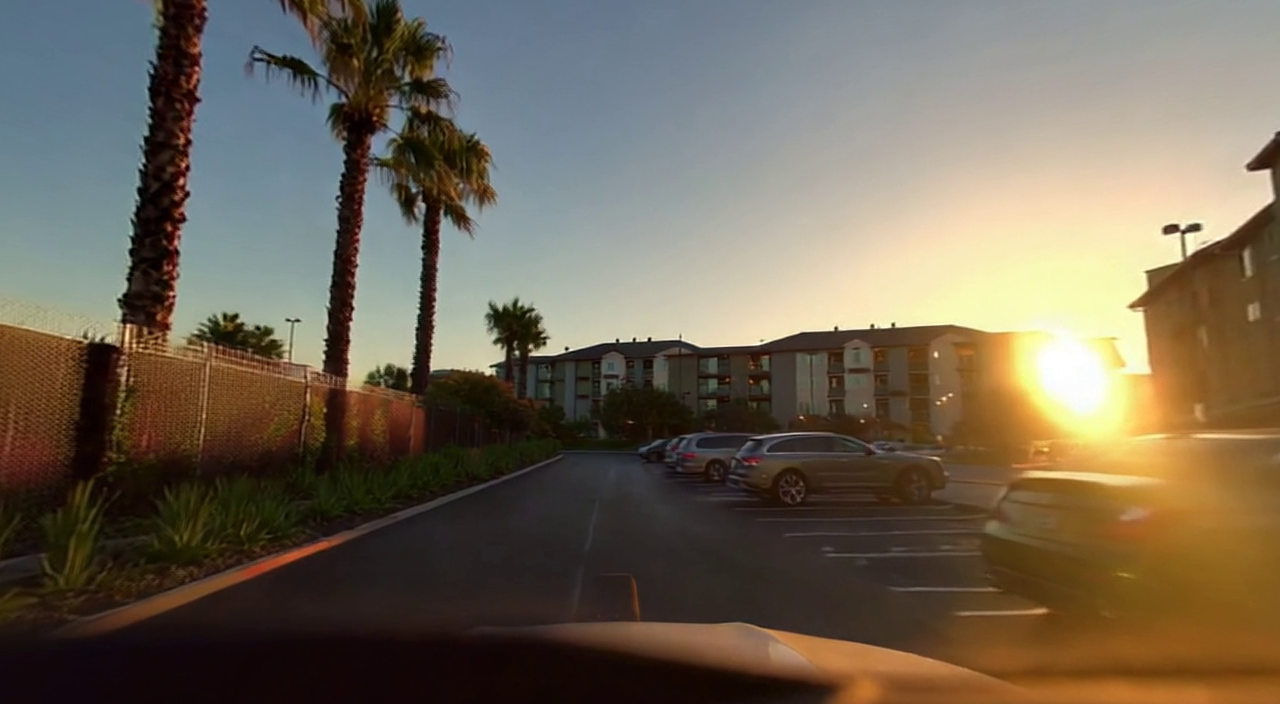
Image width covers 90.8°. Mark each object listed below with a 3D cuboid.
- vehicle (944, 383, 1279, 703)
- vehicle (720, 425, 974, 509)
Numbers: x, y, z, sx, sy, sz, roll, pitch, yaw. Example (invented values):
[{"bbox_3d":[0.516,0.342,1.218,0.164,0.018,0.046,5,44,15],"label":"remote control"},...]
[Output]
[{"bbox_3d":[4.790,1.176,4.068,4.803,1.520,1.894,4,-7,-6],"label":"vehicle"},{"bbox_3d":[4.812,2.722,15.192,5.381,1.826,2.047,1,-9,-7],"label":"vehicle"}]
